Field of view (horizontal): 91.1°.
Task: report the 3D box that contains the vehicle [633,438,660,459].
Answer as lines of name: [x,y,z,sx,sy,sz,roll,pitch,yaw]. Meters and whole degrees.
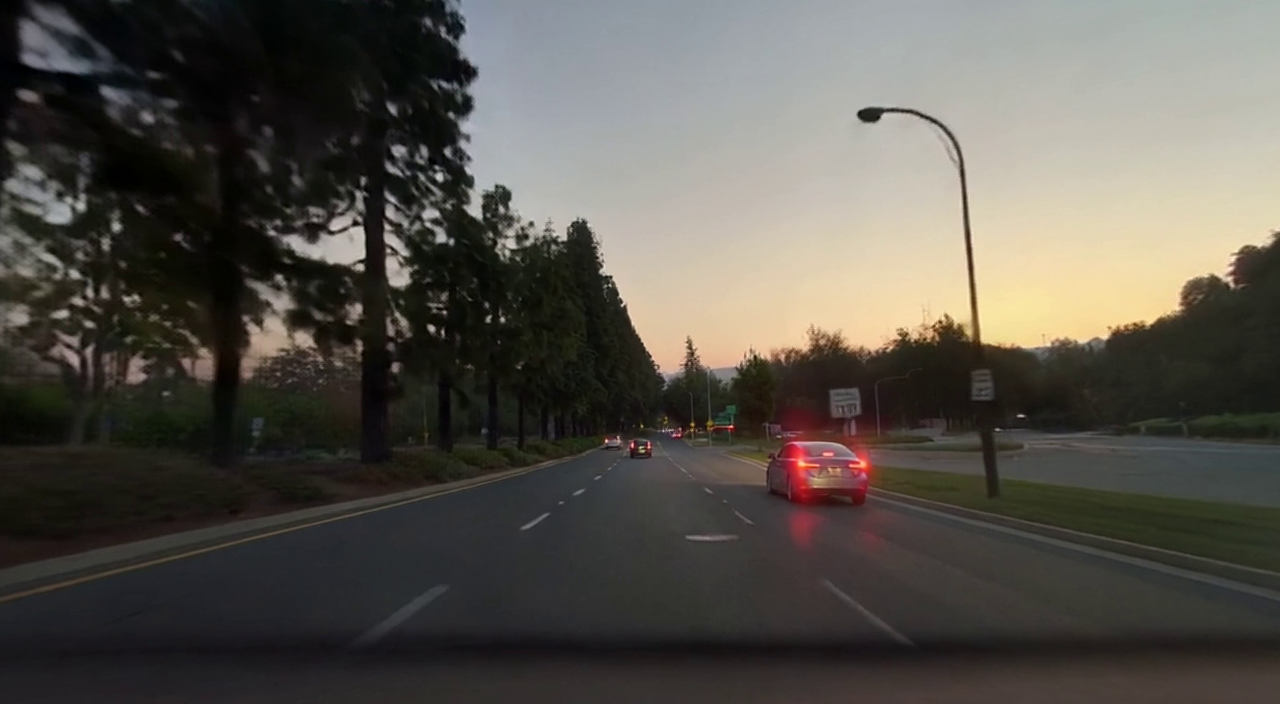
vehicle: [0.499,7.657,49.810,2.095,1.548,4.264,0,-8,0]

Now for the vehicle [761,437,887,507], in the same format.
vehicle: [4.482,2.960,16.022,1.913,1.516,4.322,0,-9,0]
